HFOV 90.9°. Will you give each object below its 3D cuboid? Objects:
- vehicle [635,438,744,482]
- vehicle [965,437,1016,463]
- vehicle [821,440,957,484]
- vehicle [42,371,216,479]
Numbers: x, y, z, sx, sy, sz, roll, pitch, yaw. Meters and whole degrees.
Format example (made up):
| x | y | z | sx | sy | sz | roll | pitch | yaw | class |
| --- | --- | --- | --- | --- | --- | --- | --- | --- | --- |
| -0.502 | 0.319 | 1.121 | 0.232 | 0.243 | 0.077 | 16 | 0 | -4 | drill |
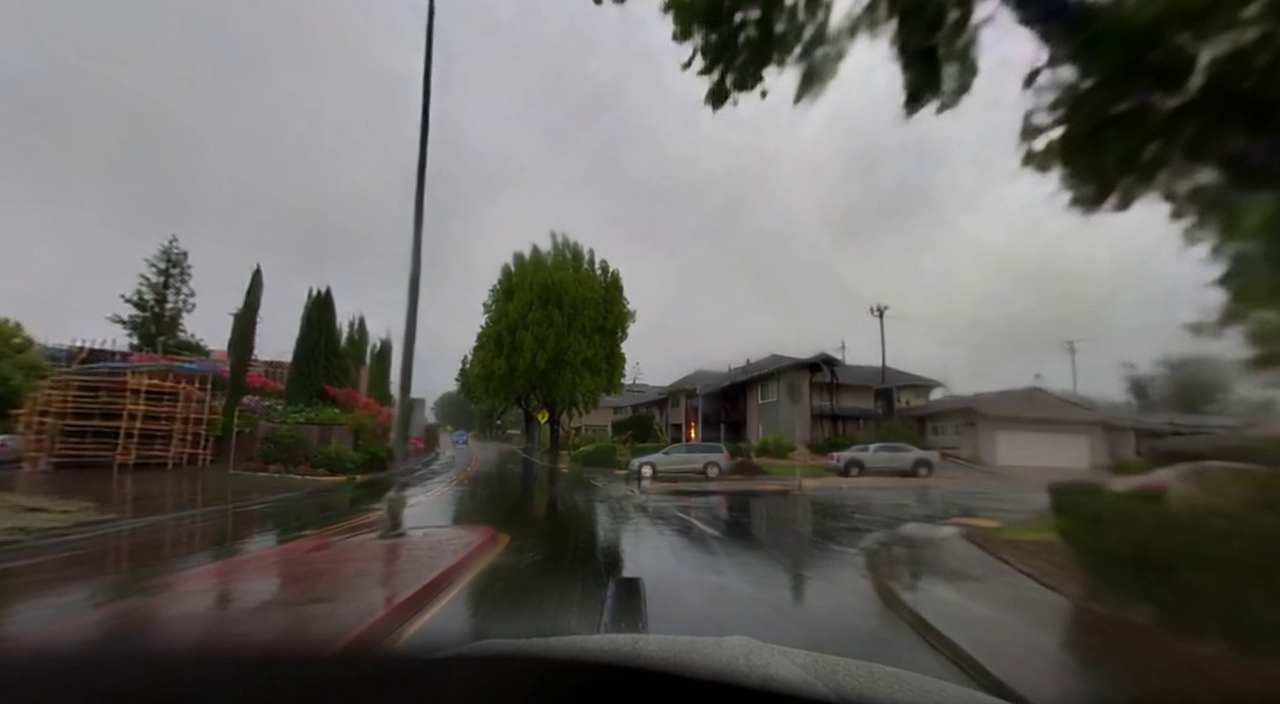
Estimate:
| x | y | z | sx | sy | sz | roll | pitch | yaw | class |
| --- | --- | --- | --- | --- | --- | --- | --- | --- | --- |
| 1.817 | 4.081 | 23.871 | 3.772 | 1.531 | 1.949 | 2 | -9 | -8 | vehicle |
| 21.237 | 5.958 | 38.304 | 1.825 | 1.482 | 4.073 | -2 | -9 | 17 | vehicle |
| 9.468 | 4.219 | 24.295 | 4.378 | 1.543 | 2.080 | 0 | -9 | 2 | vehicle |
| -19.248 | 2.784 | 24.274 | 2.438 | 3.594 | 5.582 | 3 | -6 | -9 | vehicle |
